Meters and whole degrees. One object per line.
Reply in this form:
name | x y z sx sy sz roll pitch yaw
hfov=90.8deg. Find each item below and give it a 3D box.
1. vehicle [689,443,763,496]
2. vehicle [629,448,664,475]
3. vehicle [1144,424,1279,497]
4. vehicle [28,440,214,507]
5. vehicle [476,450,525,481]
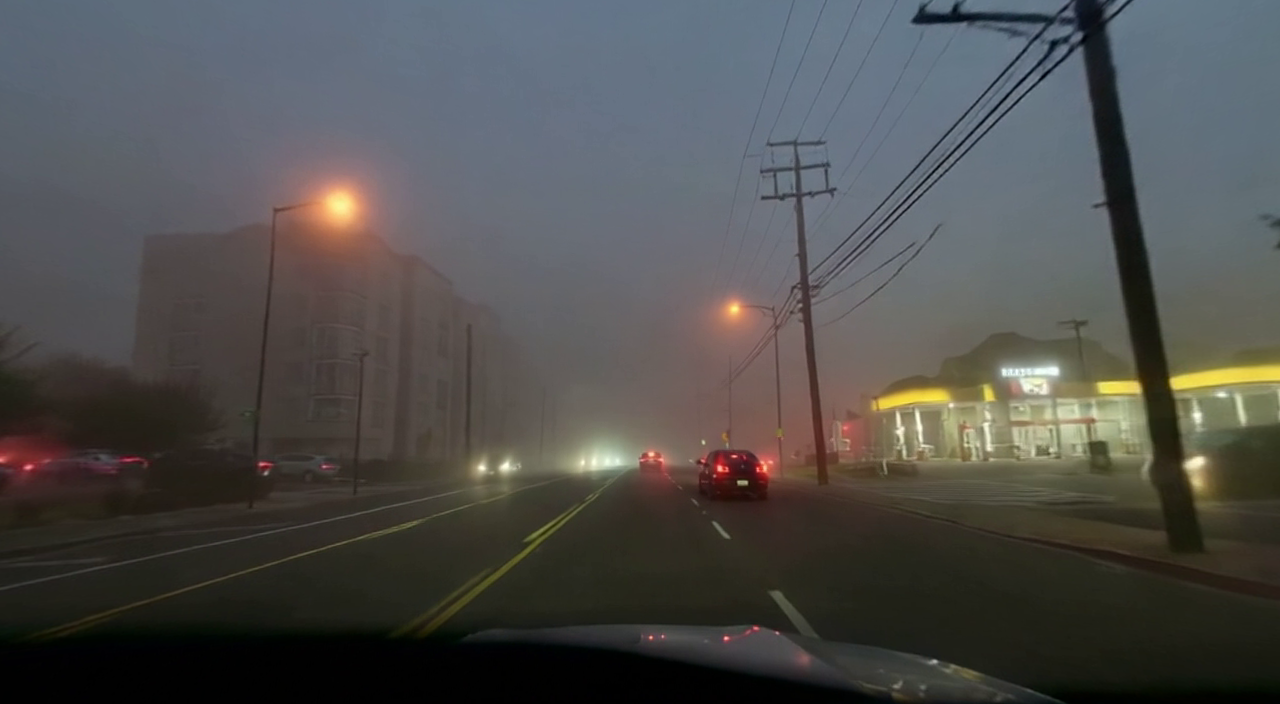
vehicle | 2.864 3.996 21.982 1.945 1.647 4.160 0 -8 -1
vehicle | 0.425 6.658 38.637 1.999 1.487 3.939 0 -8 1
vehicle | 14.141 2.387 14.062 1.846 1.480 4.649 0 -8 -2
vehicle | -17.587 4.110 21.576 4.592 1.852 2.241 -3 -5 5
vehicle | -8.718 7.090 39.842 2.000 1.796 4.529 0 -8 1
